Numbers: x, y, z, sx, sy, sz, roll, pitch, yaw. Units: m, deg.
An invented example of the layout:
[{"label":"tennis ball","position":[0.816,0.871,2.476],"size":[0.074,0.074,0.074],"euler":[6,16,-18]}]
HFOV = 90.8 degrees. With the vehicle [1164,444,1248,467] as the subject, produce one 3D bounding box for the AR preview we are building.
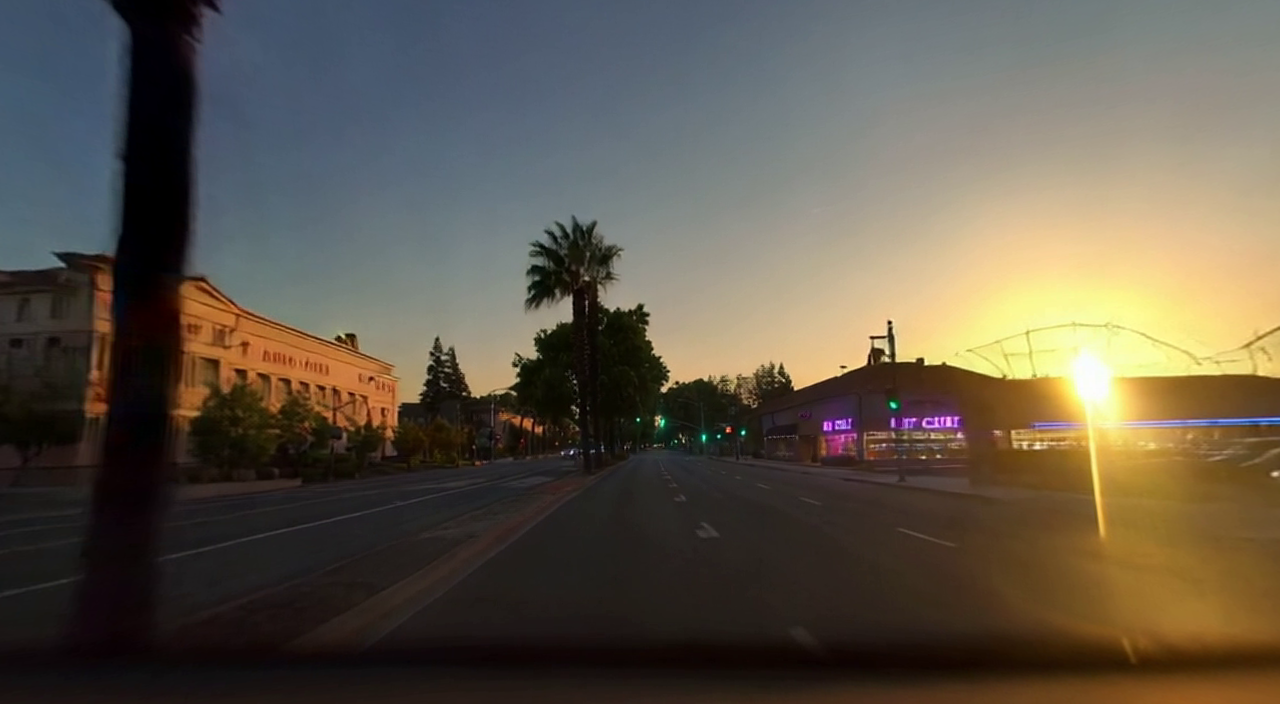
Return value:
[{"label":"vehicle","position":[37.119,6.776,41.568],"size":[1.666,1.432,4.085],"euler":[0,-8,-1]}]
